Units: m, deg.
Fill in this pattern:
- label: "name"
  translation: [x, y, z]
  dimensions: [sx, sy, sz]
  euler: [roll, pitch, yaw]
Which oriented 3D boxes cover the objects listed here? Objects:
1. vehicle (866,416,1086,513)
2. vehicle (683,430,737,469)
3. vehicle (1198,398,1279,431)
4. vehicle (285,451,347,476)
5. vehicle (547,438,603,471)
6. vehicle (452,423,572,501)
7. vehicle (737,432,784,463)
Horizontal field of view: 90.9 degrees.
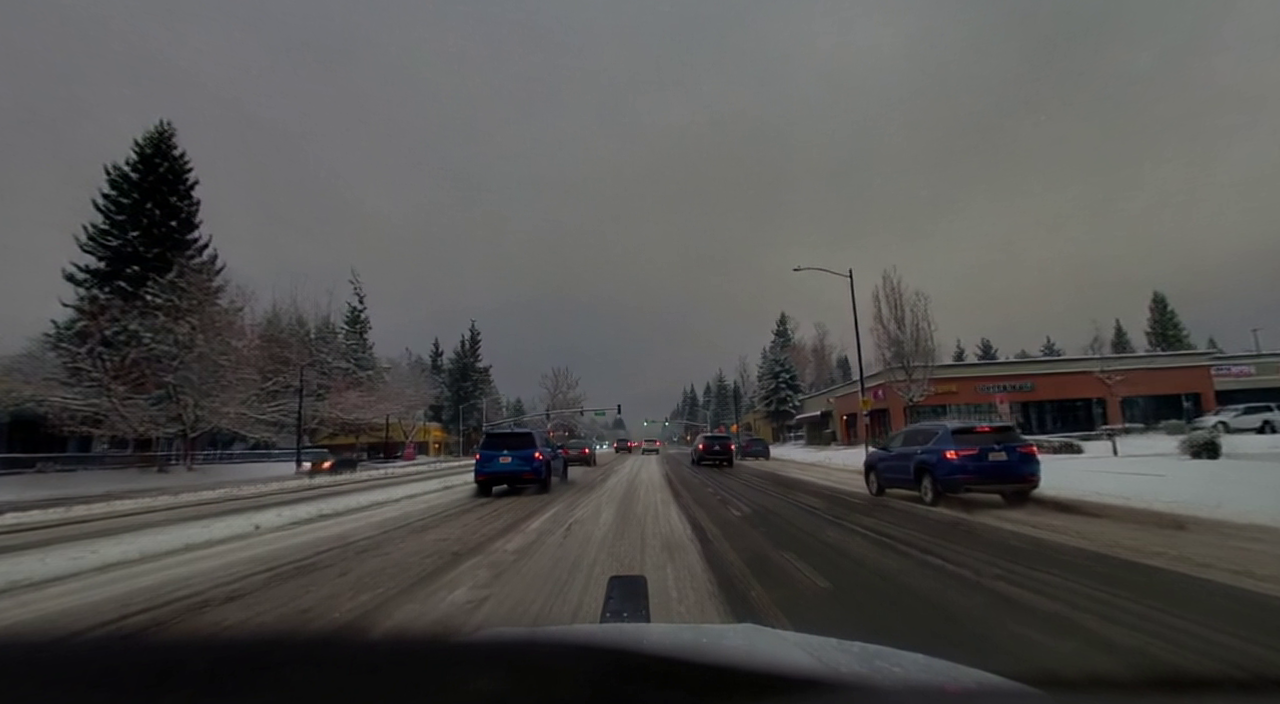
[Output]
- label: "vehicle"
  translation: [6.653, 2.289, 13.239]
  dimensions: [2.088, 1.666, 4.512]
  euler: [0, -9, 0]
- label: "vehicle"
  translation: [3.447, 4.928, 31.886]
  dimensions: [2.178, 1.804, 4.766]
  euler: [0, -8, 0]
- label: "vehicle"
  translation: [40.627, 4.210, 41.906]
  dimensions: [2.022, 1.925, 5.391]
  euler: [0, -9, 0]
- label: "vehicle"
  translation: [-23.229, 8.000, 45.405]
  dimensions: [1.983, 1.494, 4.832]
  euler: [-4, -9, 0]
- label: "vehicle"
  translation: [-3.017, 4.880, 30.131]
  dimensions: [2.036, 1.465, 4.301]
  euler: [-1, -8, 2]
- label: "vehicle"
  translation: [-3.120, 2.808, 16.415]
  dimensions: [2.141, 1.719, 4.379]
  euler: [0, -9, 1]
- label: "vehicle"
  translation: [7.595, 6.065, 40.090]
  dimensions: [2.076, 1.793, 4.464]
  euler: [0, -9, 0]
